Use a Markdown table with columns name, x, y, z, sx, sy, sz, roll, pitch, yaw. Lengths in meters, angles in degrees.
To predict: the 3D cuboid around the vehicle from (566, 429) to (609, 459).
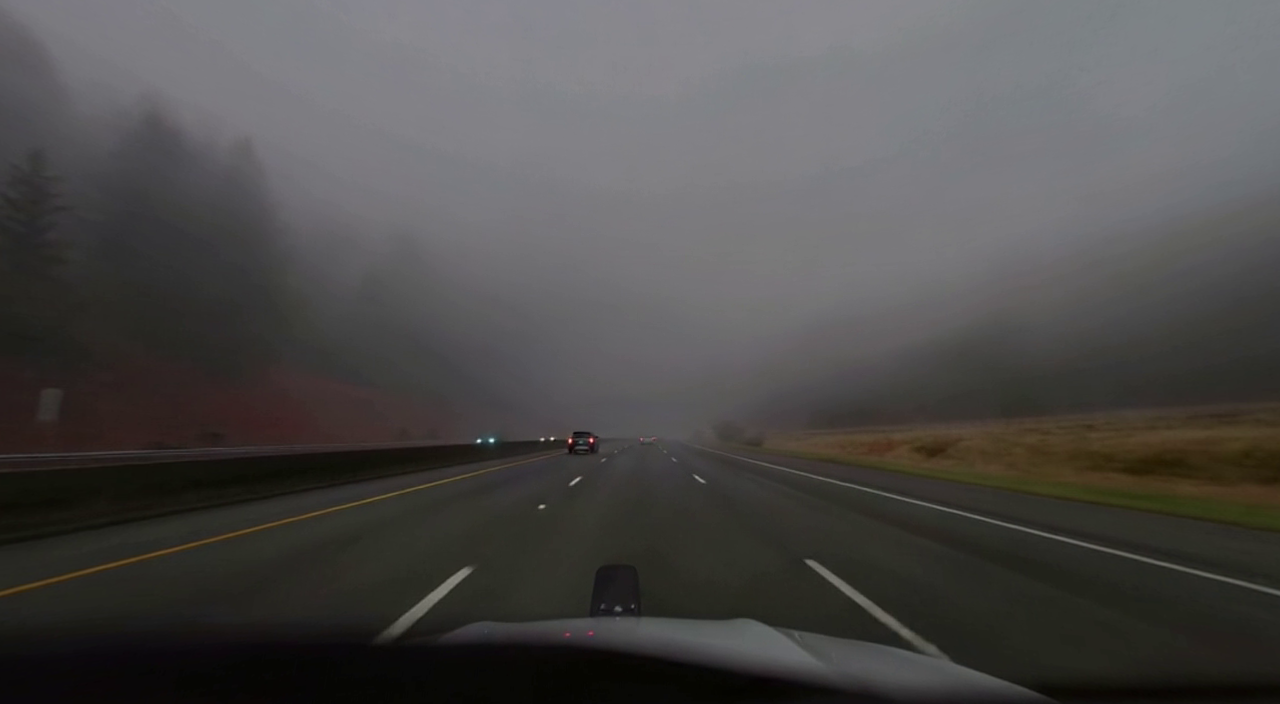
| name | x | y | z | sx | sy | sz | roll | pitch | yaw |
| --- | --- | --- | --- | --- | --- | --- | --- | --- | --- |
| vehicle | -2.993 | 5.322 | 36.714 | 2.084 | 1.654 | 4.080 | 0 | -8 | 0 |
